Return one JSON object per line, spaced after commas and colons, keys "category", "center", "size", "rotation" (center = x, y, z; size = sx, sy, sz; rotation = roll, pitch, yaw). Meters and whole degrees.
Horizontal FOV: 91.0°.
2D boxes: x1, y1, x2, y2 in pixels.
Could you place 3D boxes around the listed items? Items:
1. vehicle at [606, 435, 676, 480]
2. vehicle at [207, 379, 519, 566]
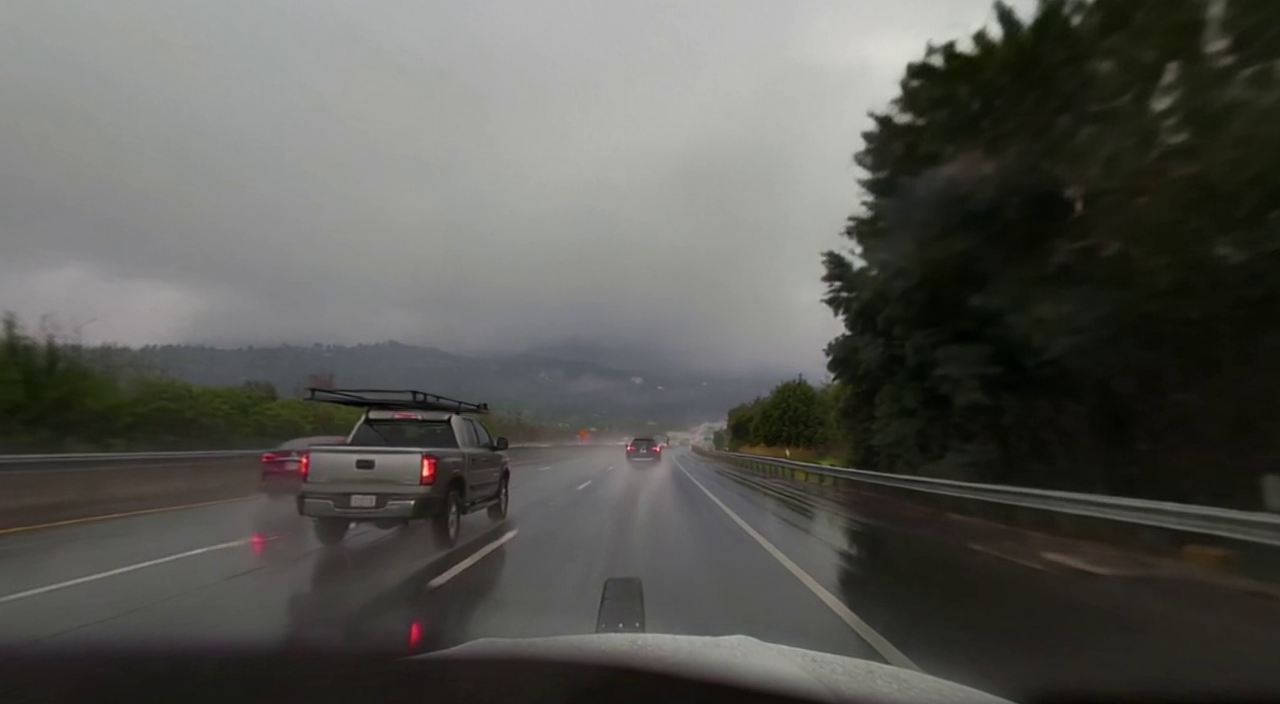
{"category": "vehicle", "center": [0.110, 4.432, 26.780], "size": [2.715, 1.669, 5.163], "rotation": [0, -9, 2]}
{"category": "vehicle", "center": [-3.373, 1.626, 9.103], "size": [2.250, 1.947, 4.860], "rotation": [0, -9, 0]}
